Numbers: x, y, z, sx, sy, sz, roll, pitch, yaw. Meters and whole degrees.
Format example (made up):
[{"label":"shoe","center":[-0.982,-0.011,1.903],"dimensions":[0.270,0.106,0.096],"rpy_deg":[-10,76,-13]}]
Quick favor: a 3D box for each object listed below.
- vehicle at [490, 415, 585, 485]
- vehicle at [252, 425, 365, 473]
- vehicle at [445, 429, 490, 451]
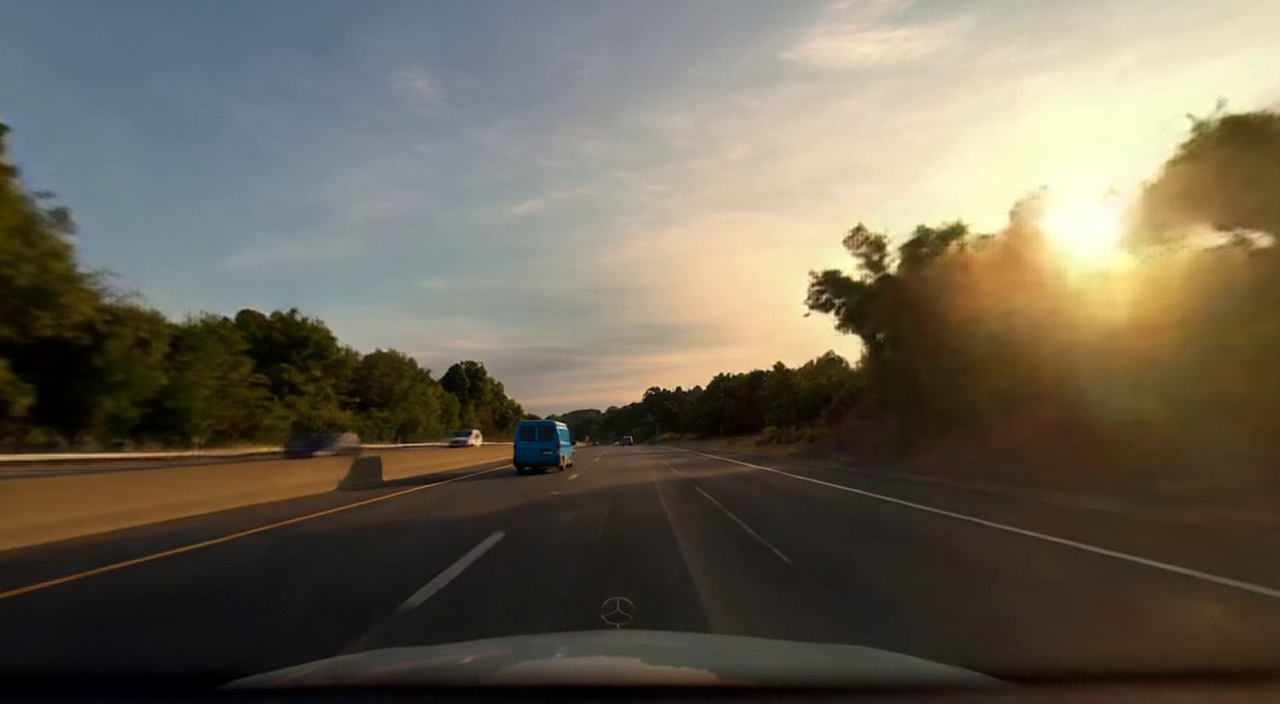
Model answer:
[{"label":"vehicle","center":[-3.152,3.132,20.484],"dimensions":[2.297,2.011,4.736],"rpy_deg":[0,-8,0]},{"label":"vehicle","center":[-12.590,3.687,24.261],"dimensions":[2.113,1.676,4.158],"rpy_deg":[1,-7,-1]},{"label":"vehicle","center":[-13.140,6.700,48.196],"dimensions":[2.128,1.573,4.641],"rpy_deg":[0,-7,0]}]
